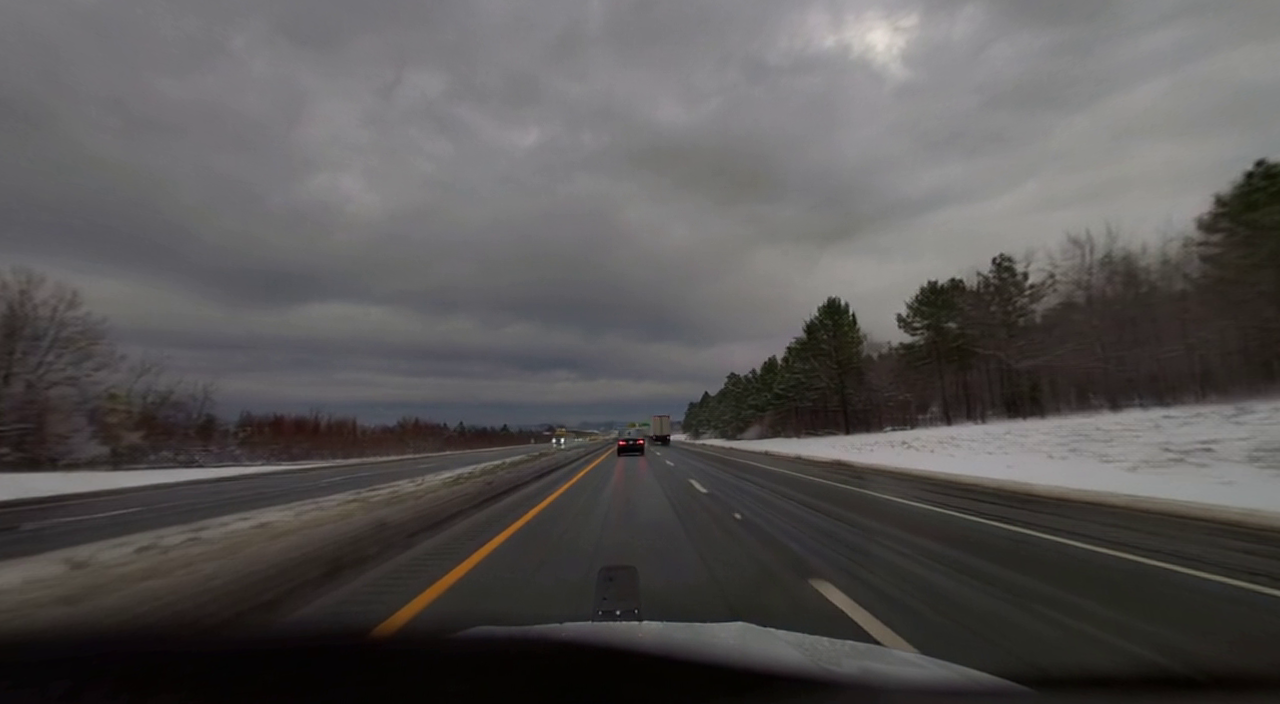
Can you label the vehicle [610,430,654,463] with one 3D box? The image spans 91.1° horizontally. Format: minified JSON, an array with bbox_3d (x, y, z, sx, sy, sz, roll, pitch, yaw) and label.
[{"bbox_3d":[-0.446,5.097,34.092,2.216,1.623,4.220,0,-8,-1],"label":"vehicle"}]
